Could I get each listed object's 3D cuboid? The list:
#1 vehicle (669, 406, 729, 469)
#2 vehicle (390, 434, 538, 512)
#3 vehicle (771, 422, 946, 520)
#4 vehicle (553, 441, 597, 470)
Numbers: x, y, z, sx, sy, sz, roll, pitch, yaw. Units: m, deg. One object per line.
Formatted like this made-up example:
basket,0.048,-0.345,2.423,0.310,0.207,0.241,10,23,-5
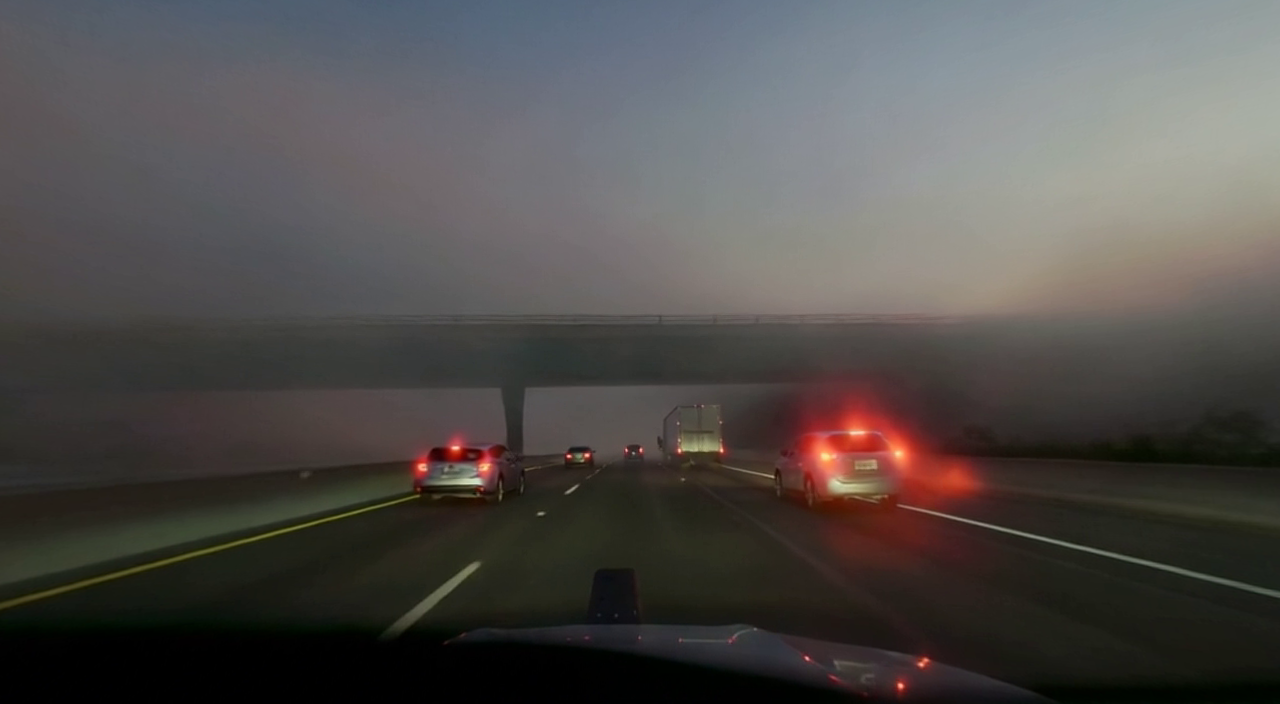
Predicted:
vehicle,3.669,5.769,42.072,2.824,3.585,11.410,-1,-8,-1
vehicle,-3.794,2.683,14.534,2.122,1.486,4.532,-1,-8,0
vehicle,4.134,2.306,12.740,2.001,1.625,4.088,0,-8,-1
vehicle,-3.565,5.757,35.096,2.064,1.479,4.370,0,-8,-1
